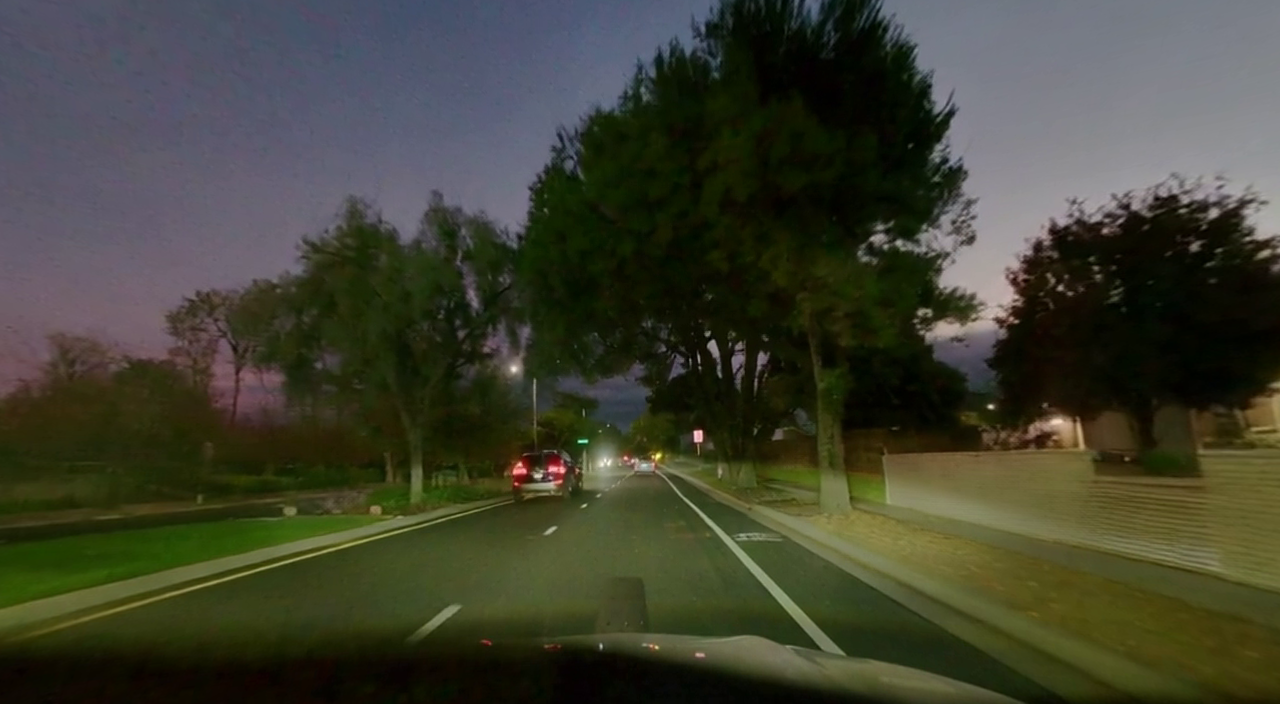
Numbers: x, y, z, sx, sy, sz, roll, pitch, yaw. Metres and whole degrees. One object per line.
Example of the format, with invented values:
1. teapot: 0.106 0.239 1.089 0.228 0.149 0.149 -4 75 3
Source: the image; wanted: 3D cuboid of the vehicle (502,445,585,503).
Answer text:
1. vehicle: -3.150 4.078 21.576 2.073 1.770 4.302 0 -8 1
